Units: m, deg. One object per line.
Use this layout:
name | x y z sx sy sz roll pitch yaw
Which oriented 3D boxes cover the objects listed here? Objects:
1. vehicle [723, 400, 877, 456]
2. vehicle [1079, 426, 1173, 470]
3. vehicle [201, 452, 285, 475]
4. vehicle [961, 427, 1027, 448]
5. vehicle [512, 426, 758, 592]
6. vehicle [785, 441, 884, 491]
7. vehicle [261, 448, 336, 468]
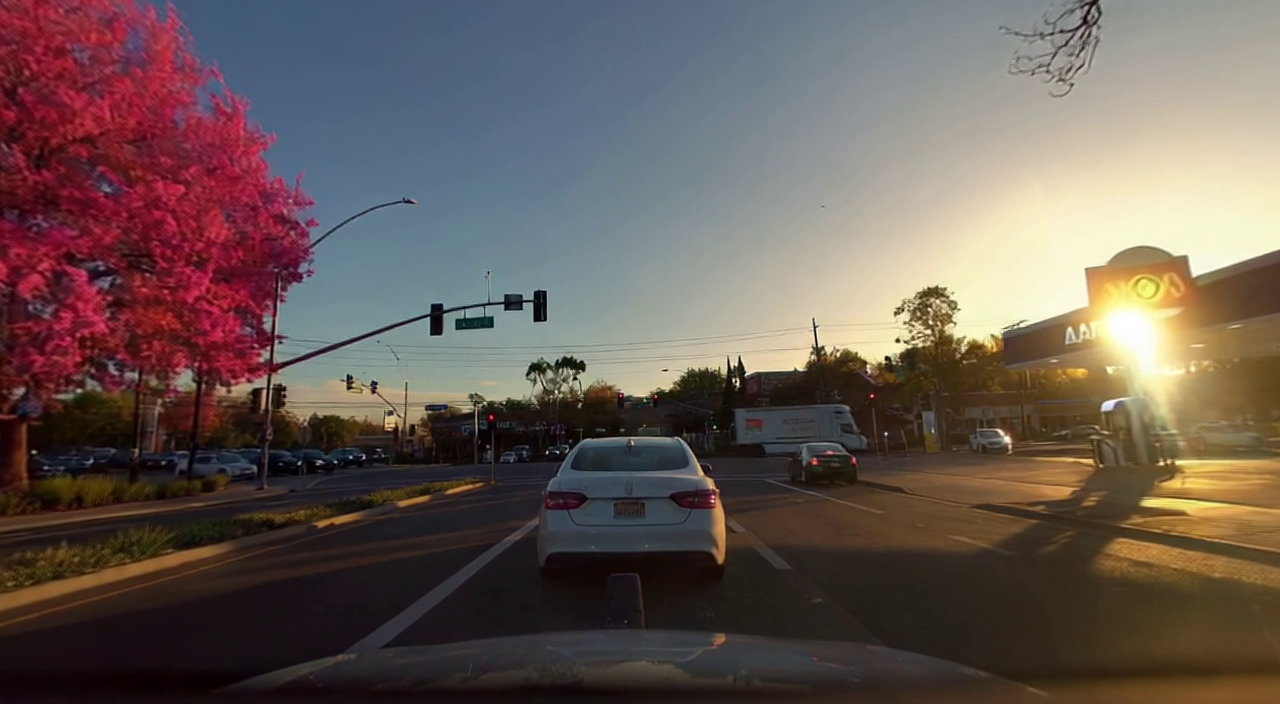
vehicle | 11.967 5.943 48.174 10.890 3.868 3.021 -6 -10 33
vehicle | 18.550 3.626 23.988 4.300 1.495 2.053 8 -12 -43
vehicle | -26.490 7.413 42.079 4.609 1.465 1.944 -2 -9 11
vehicle | 27.440 6.679 48.931 3.968 1.572 1.740 0 -9 3
vehicle | -0.073 1.722 7.791 2.213 1.482 4.057 0 -8 -1
vehicle | 6.434 3.807 21.433 1.942 1.511 4.390 0 -8 0
vehicle | -26.777 8.303 49.458 4.806 1.472 1.886 -1 -8 5
